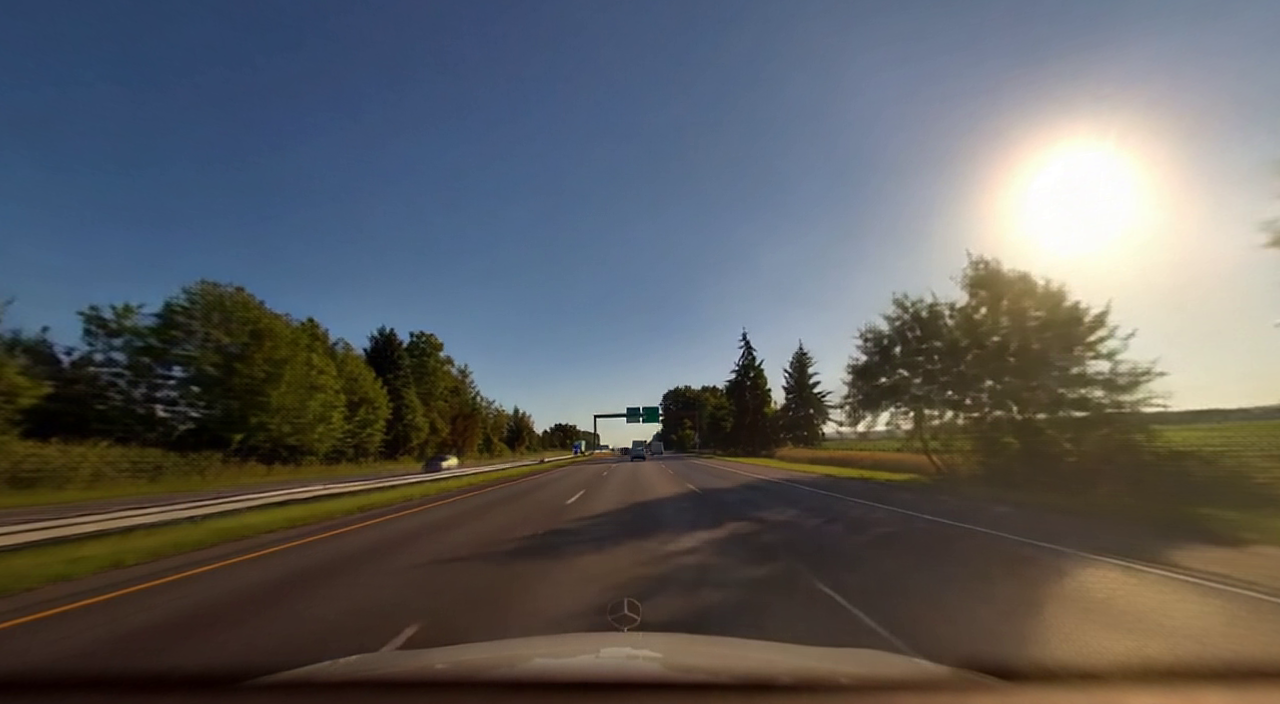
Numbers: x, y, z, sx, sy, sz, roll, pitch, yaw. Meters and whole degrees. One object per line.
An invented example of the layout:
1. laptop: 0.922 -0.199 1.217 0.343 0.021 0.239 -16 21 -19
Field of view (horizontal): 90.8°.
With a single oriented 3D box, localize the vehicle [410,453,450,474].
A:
1. vehicle: -15.590 8.283 46.999 1.635 1.402 3.991 0 -9 0
